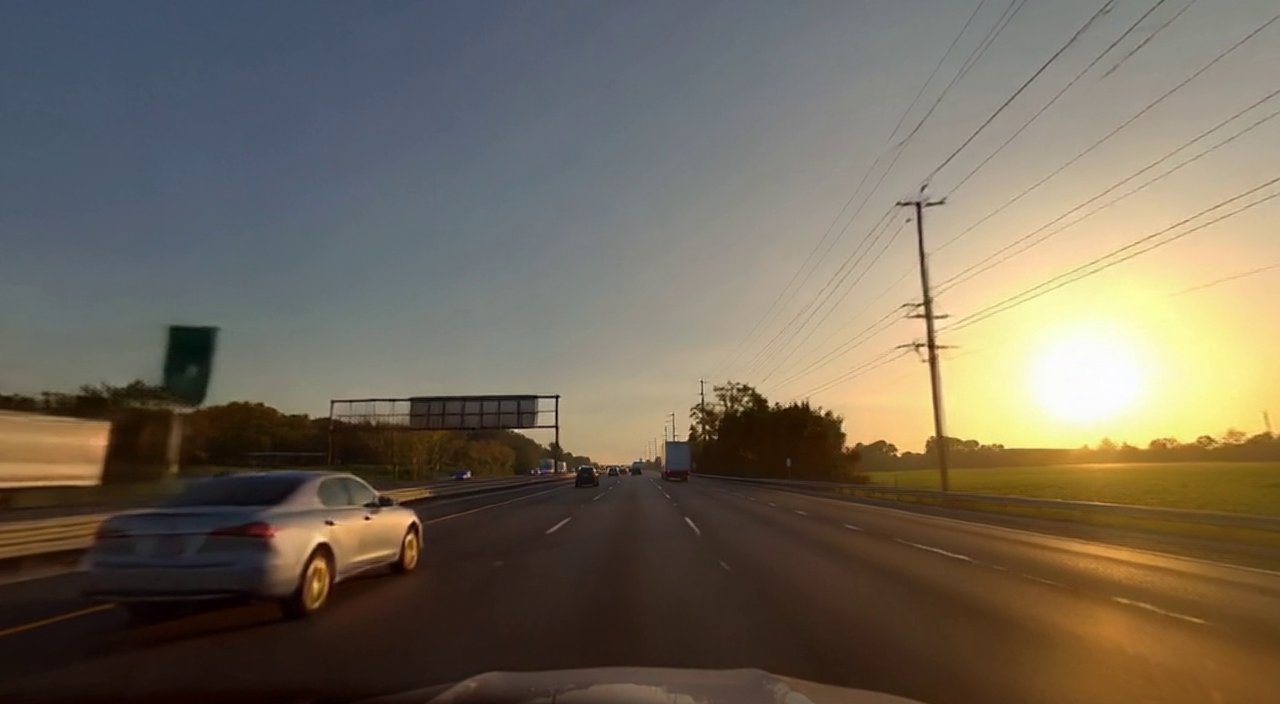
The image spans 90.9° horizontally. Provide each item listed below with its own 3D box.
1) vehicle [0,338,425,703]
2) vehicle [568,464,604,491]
[{"bbox_3d":[-3.274,1.185,4.291,2.065,1.722,4.441,1,-11,-1],"label":"vehicle"},{"bbox_3d":[-3.390,8.012,40.352,1.942,1.597,3.943,1,-11,0],"label":"vehicle"}]
